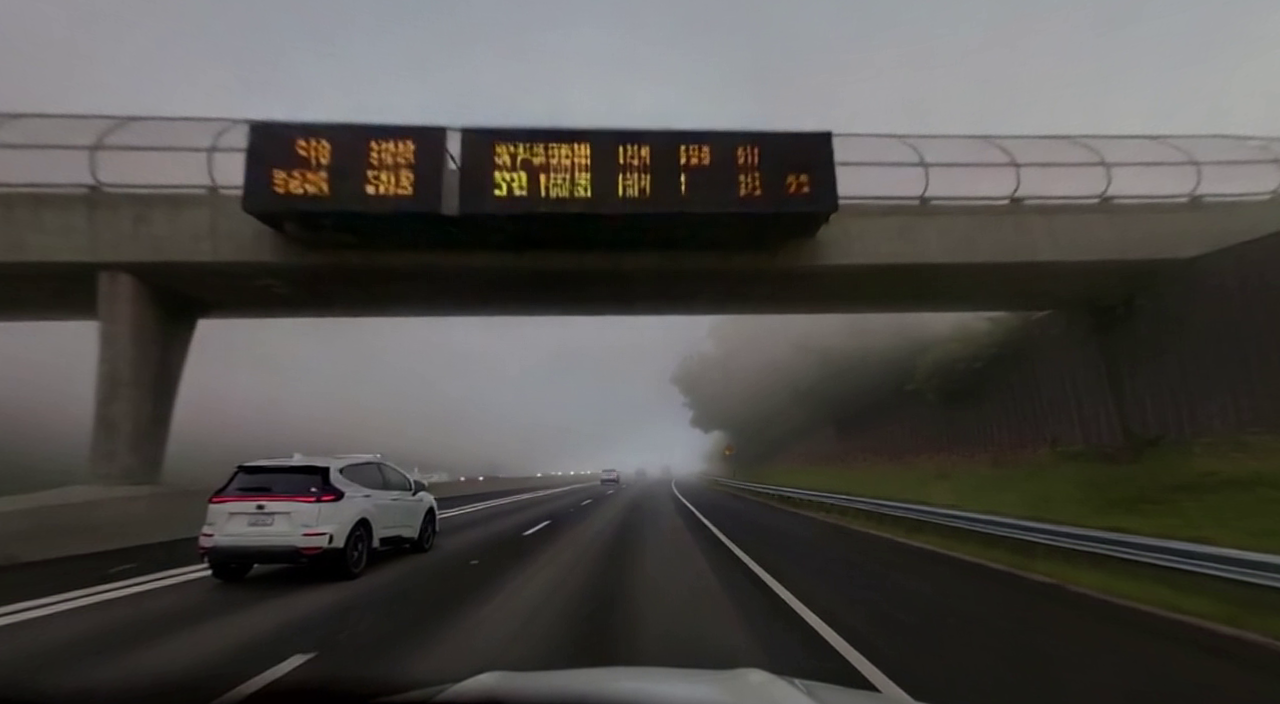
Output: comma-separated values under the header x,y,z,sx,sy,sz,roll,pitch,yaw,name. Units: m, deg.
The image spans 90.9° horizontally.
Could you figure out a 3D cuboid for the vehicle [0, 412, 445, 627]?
x,y,z,sx,sy,sz,roll,pitch,yaw,name
-4.185,1.798,7.529,2.141,1.697,4.641,1,-11,1,vehicle
